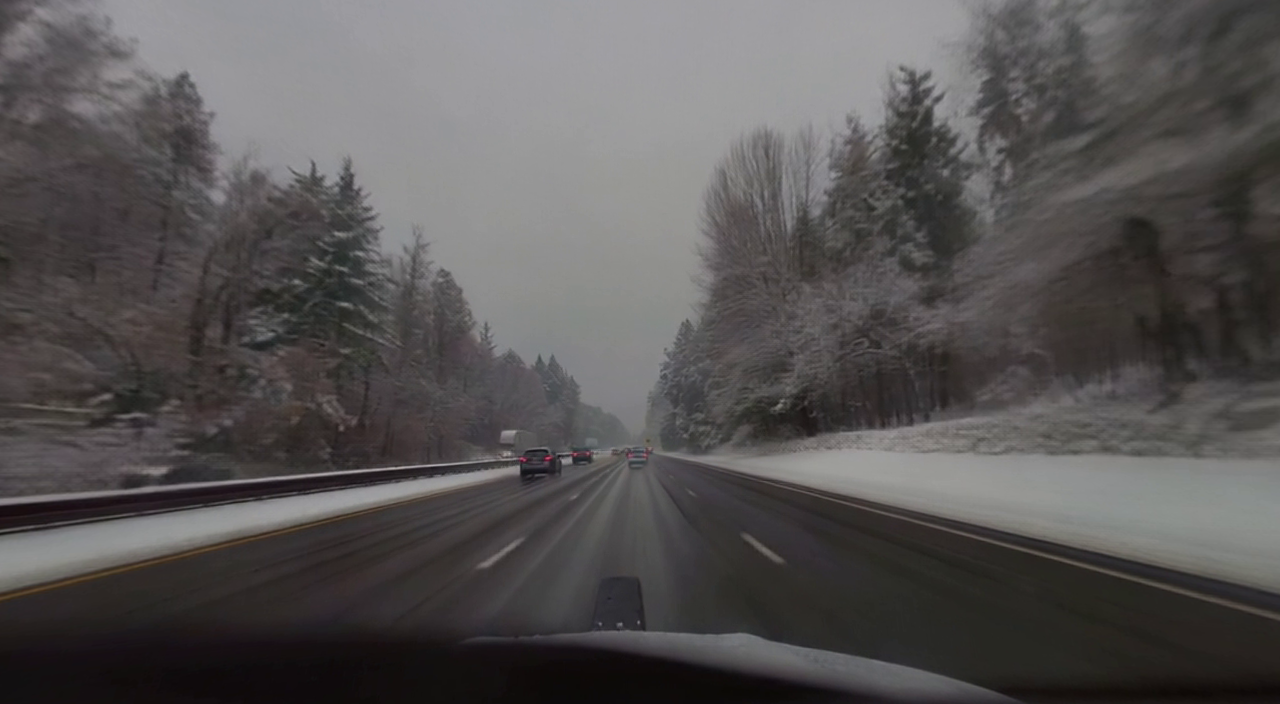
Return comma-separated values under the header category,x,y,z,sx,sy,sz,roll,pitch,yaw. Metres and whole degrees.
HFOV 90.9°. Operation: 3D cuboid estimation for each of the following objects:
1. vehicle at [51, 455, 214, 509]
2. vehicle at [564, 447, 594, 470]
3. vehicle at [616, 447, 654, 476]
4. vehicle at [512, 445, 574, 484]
category,x,y,z,sx,sy,sz,roll,pitch,yaw
vehicle,-16.497,4.193,20.816,1.705,1.552,4.338,0,-9,1
vehicle,-4.486,7.820,46.548,1.834,1.615,3.624,0,-9,0
vehicle,-0.265,6.150,35.617,2.001,1.490,3.914,0,-9,0
vehicle,-4.055,4.779,27.012,1.978,1.538,3.755,0,-9,1
